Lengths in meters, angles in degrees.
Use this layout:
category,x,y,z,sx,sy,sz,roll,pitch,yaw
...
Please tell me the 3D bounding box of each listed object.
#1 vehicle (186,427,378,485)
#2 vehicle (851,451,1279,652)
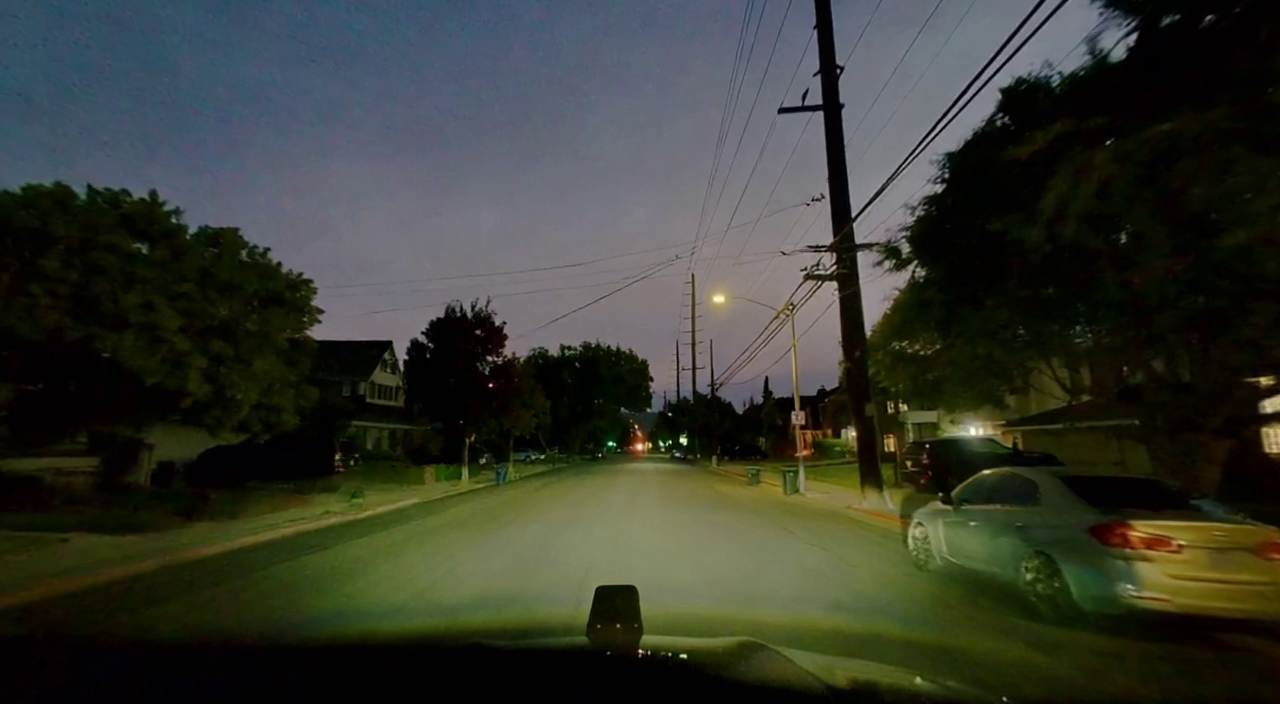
category,x,y,z,sx,sy,sz,roll,pitch,yaw
vehicle,-12.334,3.624,22.142,5.186,1.842,2.465,0,-9,-1
vehicle,4.215,1.827,6.943,2.055,1.402,4.559,1,-9,-2
